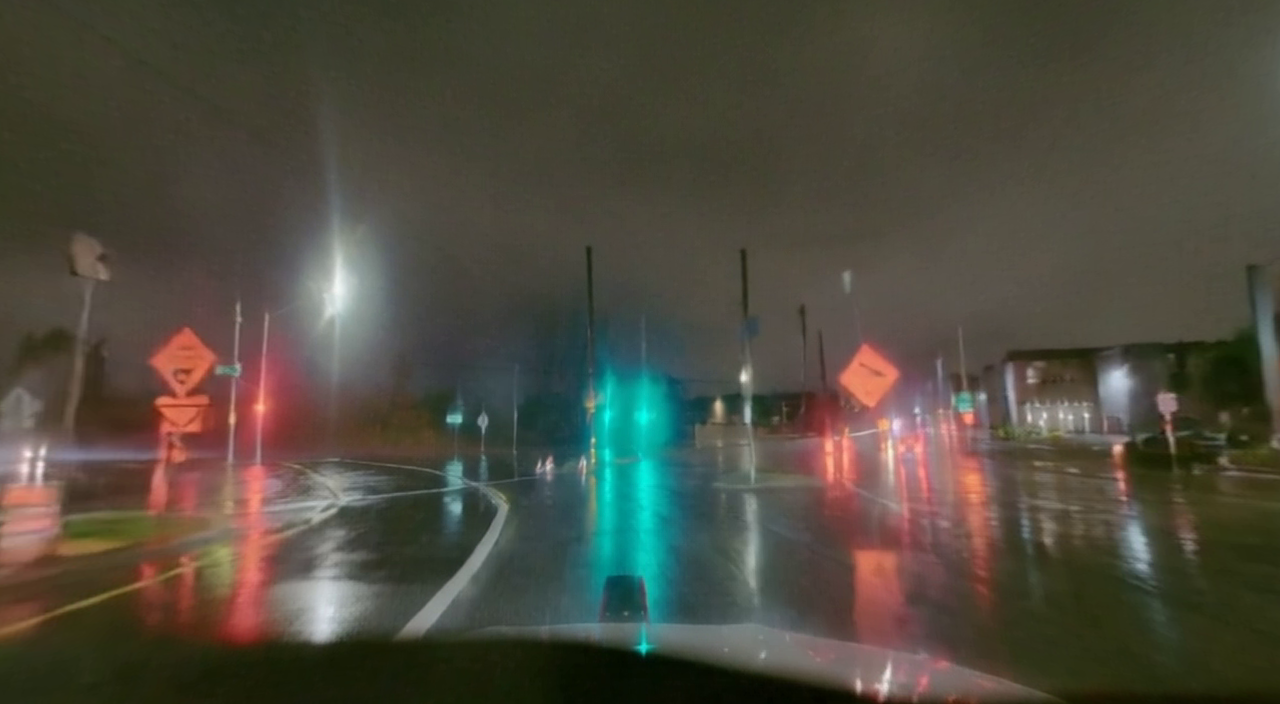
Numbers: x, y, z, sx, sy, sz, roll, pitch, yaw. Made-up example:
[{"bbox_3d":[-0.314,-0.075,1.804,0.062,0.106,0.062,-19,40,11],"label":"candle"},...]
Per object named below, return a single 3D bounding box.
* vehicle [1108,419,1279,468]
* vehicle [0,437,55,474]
[{"bbox_3d":[21.054,3.490,24.049,4.615,1.738,1.990,-1,-9,9],"label":"vehicle"},{"bbox_3d":[-31.548,5.207,31.878,4.292,1.734,2.159,-7,-11,40],"label":"vehicle"}]
